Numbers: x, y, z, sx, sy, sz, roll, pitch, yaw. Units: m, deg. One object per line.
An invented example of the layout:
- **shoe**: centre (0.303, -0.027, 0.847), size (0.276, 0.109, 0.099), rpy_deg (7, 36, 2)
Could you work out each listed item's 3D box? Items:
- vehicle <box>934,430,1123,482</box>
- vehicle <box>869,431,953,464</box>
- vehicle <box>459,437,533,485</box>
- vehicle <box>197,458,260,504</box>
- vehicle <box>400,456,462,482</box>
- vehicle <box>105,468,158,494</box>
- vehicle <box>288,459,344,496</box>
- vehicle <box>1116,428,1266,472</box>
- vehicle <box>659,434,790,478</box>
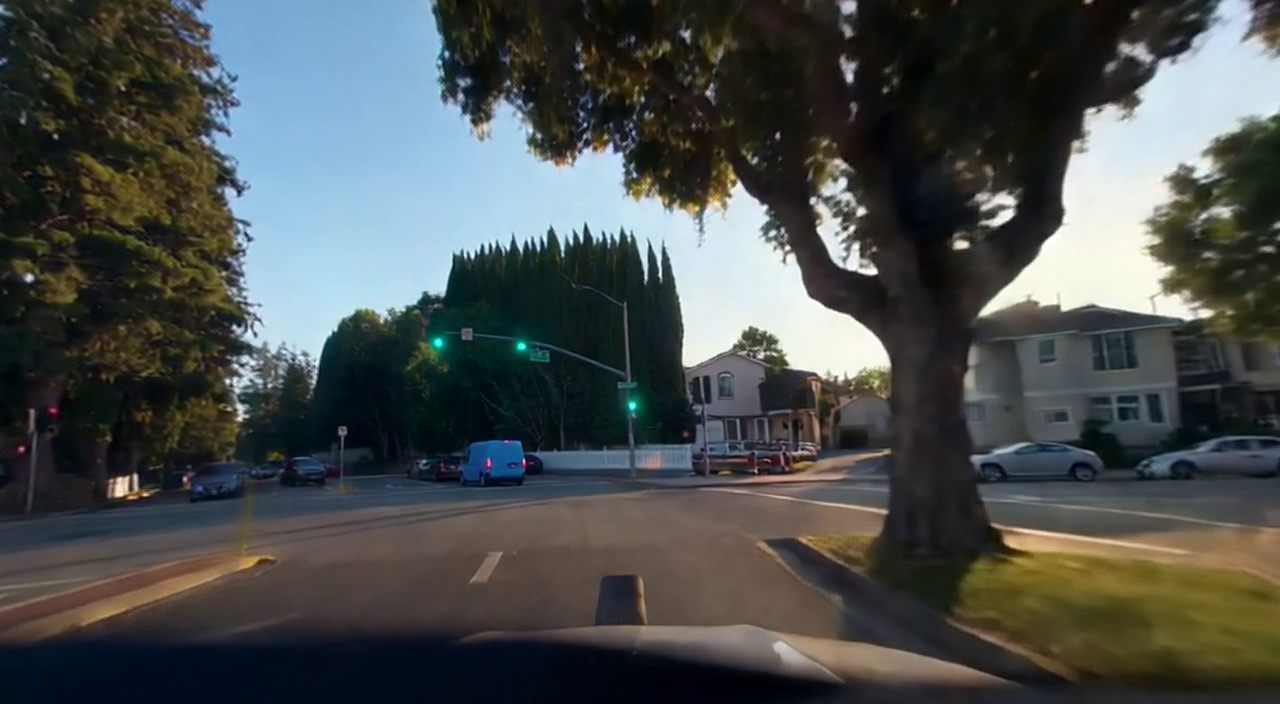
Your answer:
- **vehicle**: centre (11.873, 3.233, 19.681), size (4.509, 1.481, 2.027), rpy_deg (-2, -9, 13)
- **vehicle**: centre (16.384, 5.767, 38.239), size (4.268, 1.765, 1.989), rpy_deg (-5, -5, 33)
- **vehicle**: centre (-7.068, 5.226, 30.606), size (2.213, 2.124, 4.809), rpy_deg (4, -10, -28)
- **vehicle**: centre (-18.206, 5.649, 28.131), size (2.078, 1.783, 4.670), rpy_deg (5, -10, -31)
- **vehicle**: centre (-12.646, 7.013, 38.127), size (2.008, 1.445, 4.386), rpy_deg (7, -11, -40)
- **vehicle**: centre (-36.771, 9.359, 45.667), size (4.290, 1.497, 2.093), rpy_deg (-12, -10, 38)
- **vehicle**: centre (-15.040, 5.722, 29.200), size (1.952, 1.461, 4.377), rpy_deg (5, -10, -30)
- **vehicle**: centre (21.298, 3.842, 24.681), size (4.082, 1.591, 1.916), rpy_deg (-7, -11, 35)
- **vehicle**: centre (4.229, 5.279, 32.256), size (6.104, 2.026, 2.514), rpy_deg (-6, -11, 35)
